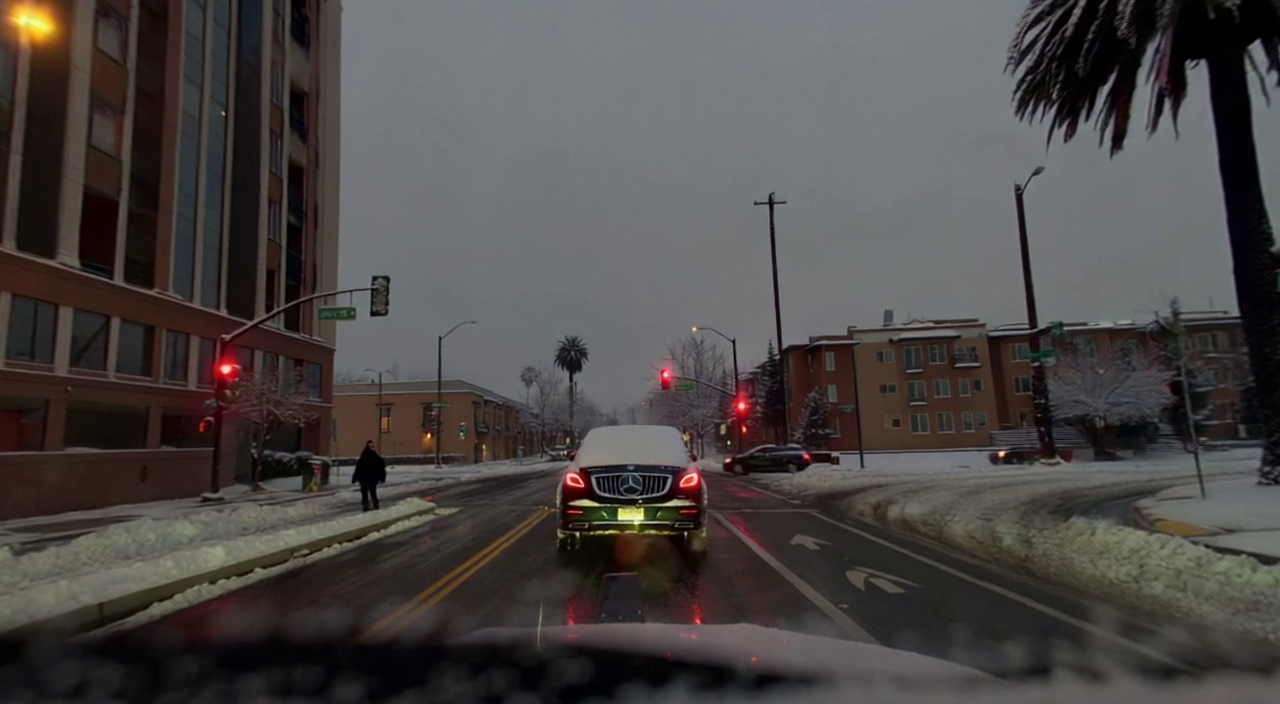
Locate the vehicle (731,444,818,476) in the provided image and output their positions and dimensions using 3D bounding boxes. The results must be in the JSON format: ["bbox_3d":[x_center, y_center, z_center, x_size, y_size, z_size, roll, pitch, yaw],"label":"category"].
[{"bbox_3d":[8.035,6.440,37.912,4.649,1.760,2.029,-5,-10,30],"label":"vehicle"}]

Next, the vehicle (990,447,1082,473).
[{"bbox_3d":[24.197,6.596,38.678,4.417,1.462,1.761,0,-8,-1],"label":"vehicle"}]

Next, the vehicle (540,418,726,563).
[{"bbox_3d":[-0.084,1.875,9.228,2.144,1.643,3.770,0,-8,0],"label":"vehicle"}]

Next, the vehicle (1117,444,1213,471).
[{"bbox_3d":[32.161,6.467,38.775,4.234,1.613,1.812,0,-8,-1],"label":"vehicle"}]
